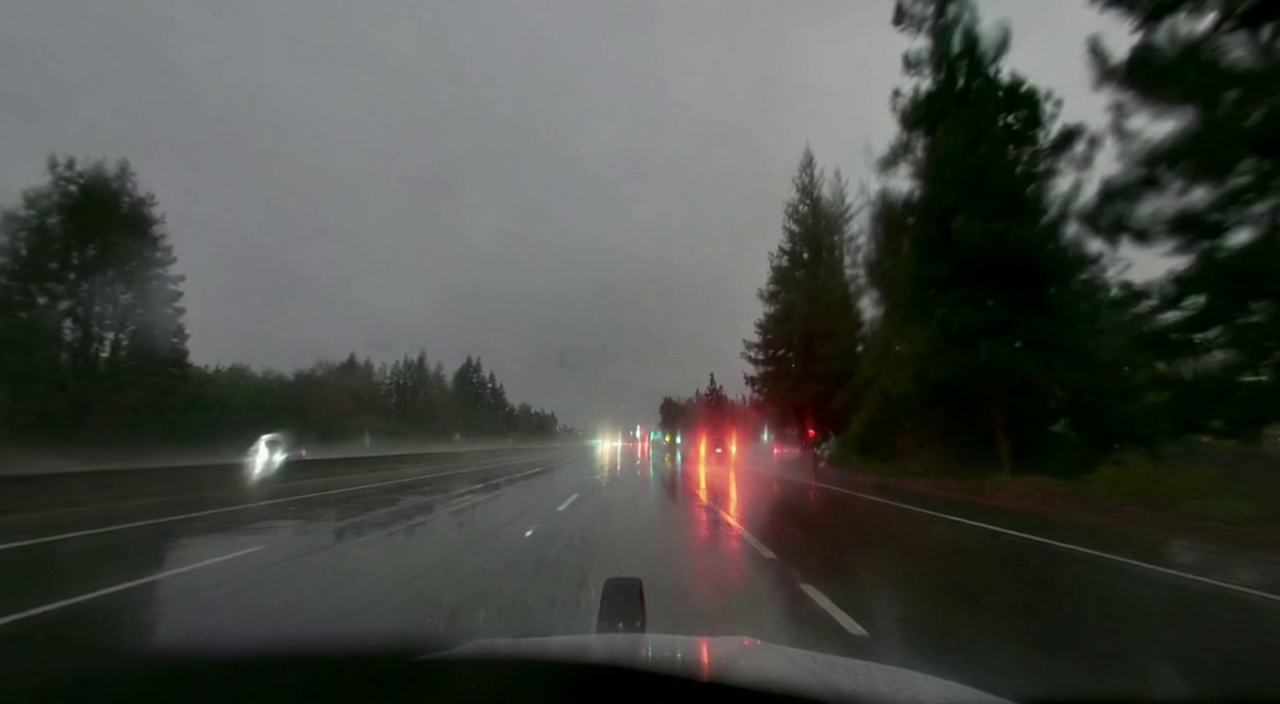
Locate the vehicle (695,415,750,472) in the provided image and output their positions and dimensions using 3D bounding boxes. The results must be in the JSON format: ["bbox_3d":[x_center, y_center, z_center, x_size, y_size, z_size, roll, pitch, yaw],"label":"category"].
[{"bbox_3d":[3.872,4.336,30.058,1.928,2.466,2.982,-3,-8,-2],"label":"vehicle"}]
